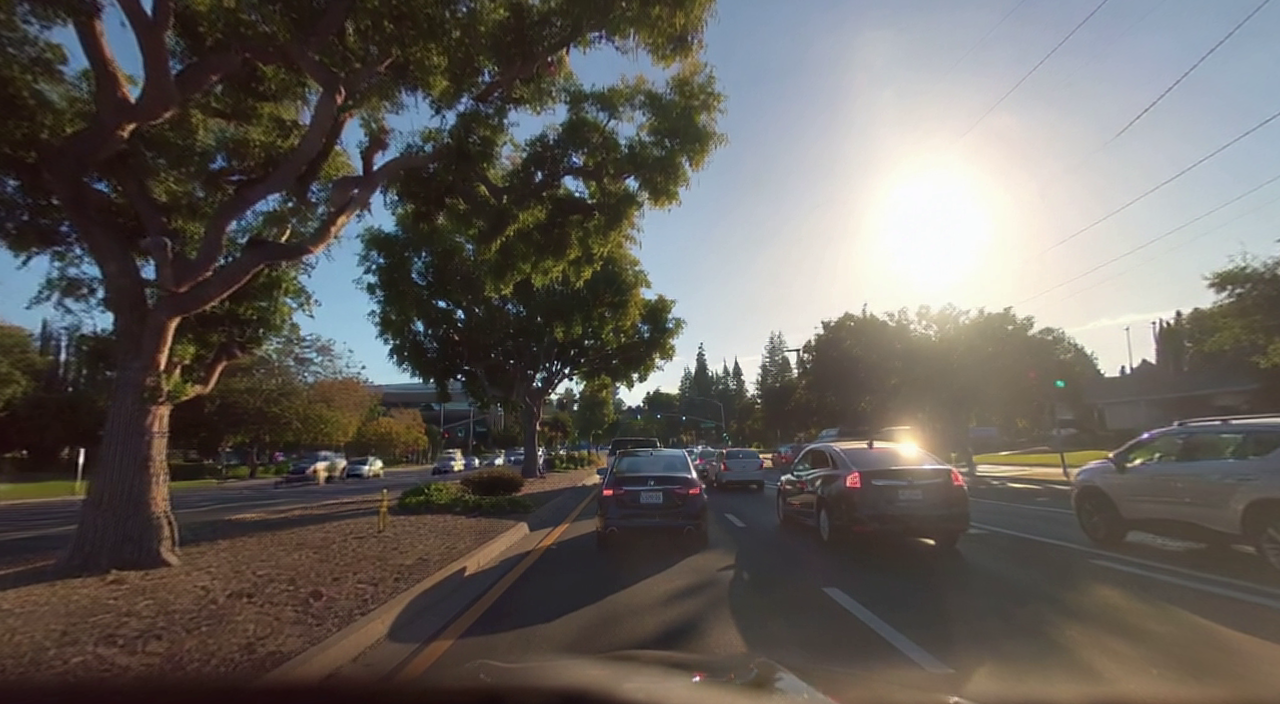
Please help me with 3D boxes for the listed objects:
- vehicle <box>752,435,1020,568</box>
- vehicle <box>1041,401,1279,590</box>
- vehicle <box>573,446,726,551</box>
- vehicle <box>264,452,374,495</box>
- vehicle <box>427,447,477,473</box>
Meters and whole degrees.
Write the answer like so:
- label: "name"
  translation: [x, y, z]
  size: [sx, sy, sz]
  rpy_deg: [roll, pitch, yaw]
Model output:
- label: "vehicle"
  translation: [3.175, 2.033, 9.531]
  size: [1.970, 1.445, 4.974]
  rpy_deg: [0, -9, -1]
- label: "vehicle"
  translation: [6.924, 1.507, 7.024]
  size: [1.987, 1.730, 4.373]
  rpy_deg: [0, -9, -1]
- label: "vehicle"
  translation: [0.090, 2.228, 10.357]
  size: [1.990, 1.347, 4.067]
  rpy_deg: [0, -9, -1]
- label: "vehicle"
  translation: [-12.308, 4.658, 24.604]
  size: [1.943, 1.467, 4.442]
  rpy_deg: [0, -9, 0]
- label: "vehicle"
  translation: [-12.464, 7.147, 42.111]
  size: [1.963, 1.649, 4.290]
  rpy_deg: [0, -9, 0]
